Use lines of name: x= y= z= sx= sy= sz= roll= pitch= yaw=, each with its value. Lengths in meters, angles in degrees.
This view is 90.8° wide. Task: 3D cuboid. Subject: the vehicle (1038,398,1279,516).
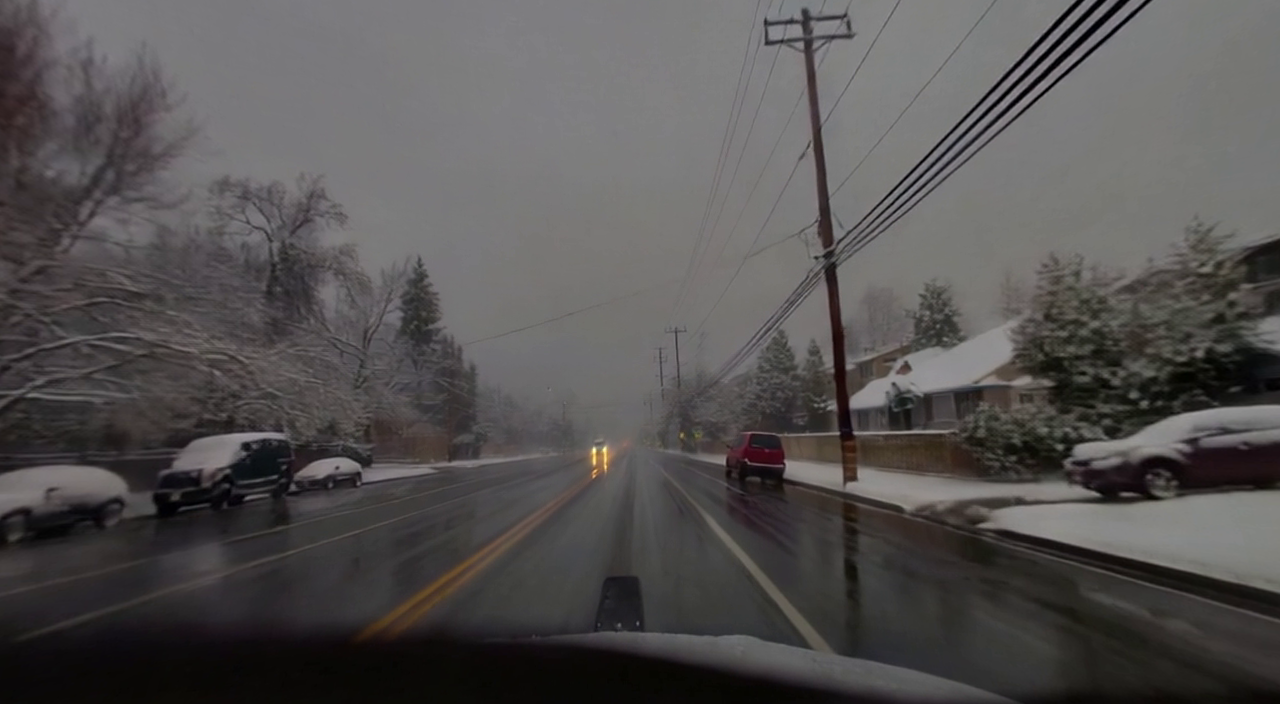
vehicle: x=10.640 y=1.935 z=12.013 sx=4.598 sy=1.892 sz=1.990 roll=-3 pitch=-8 yaw=3

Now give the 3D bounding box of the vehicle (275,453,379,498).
vehicle: x=-13.298 y=5.247 z=27.247 sx=2.106 sy=1.606 sz=4.804 roll=-1 pitch=-8 yaw=0

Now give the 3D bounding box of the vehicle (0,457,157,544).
vehicle: x=-13.220 y=3.085 z=13.526 sx=2.041 sy=1.573 sz=4.575 roll=0 pitch=-8 yaw=1

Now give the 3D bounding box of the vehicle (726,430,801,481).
vehicle: x=5.306 y=4.524 z=27.918 sx=2.238 sy=1.995 sz=5.491 roll=0 pitch=-8 yaw=0

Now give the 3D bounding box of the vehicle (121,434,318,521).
vehicle: x=-13.018 y=3.816 z=20.267 sx=2.331 sy=2.265 sz=5.888 roll=-2 pitch=-7 yaw=-1
